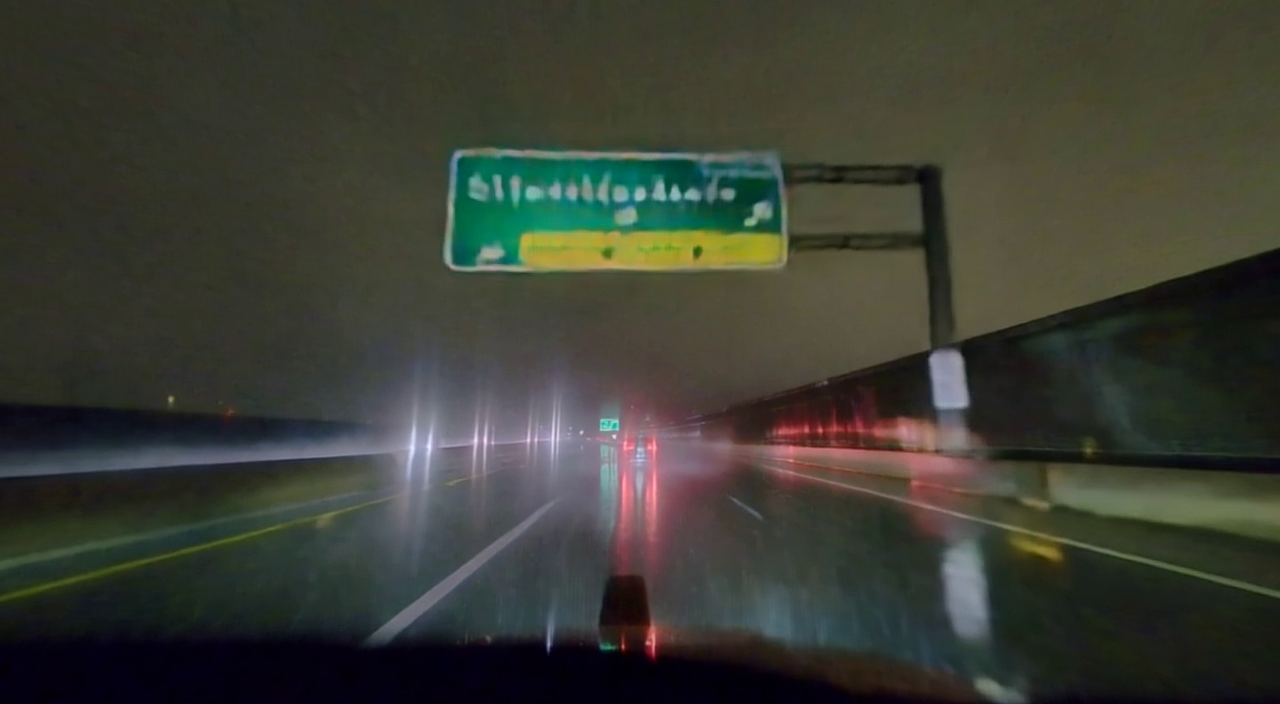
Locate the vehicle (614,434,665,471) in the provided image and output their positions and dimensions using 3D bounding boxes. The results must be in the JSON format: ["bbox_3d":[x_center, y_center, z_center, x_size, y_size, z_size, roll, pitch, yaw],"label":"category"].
[{"bbox_3d":[-0.043,4.534,28.555,2.130,1.512,4.057,0,-8,0],"label":"vehicle"}]
